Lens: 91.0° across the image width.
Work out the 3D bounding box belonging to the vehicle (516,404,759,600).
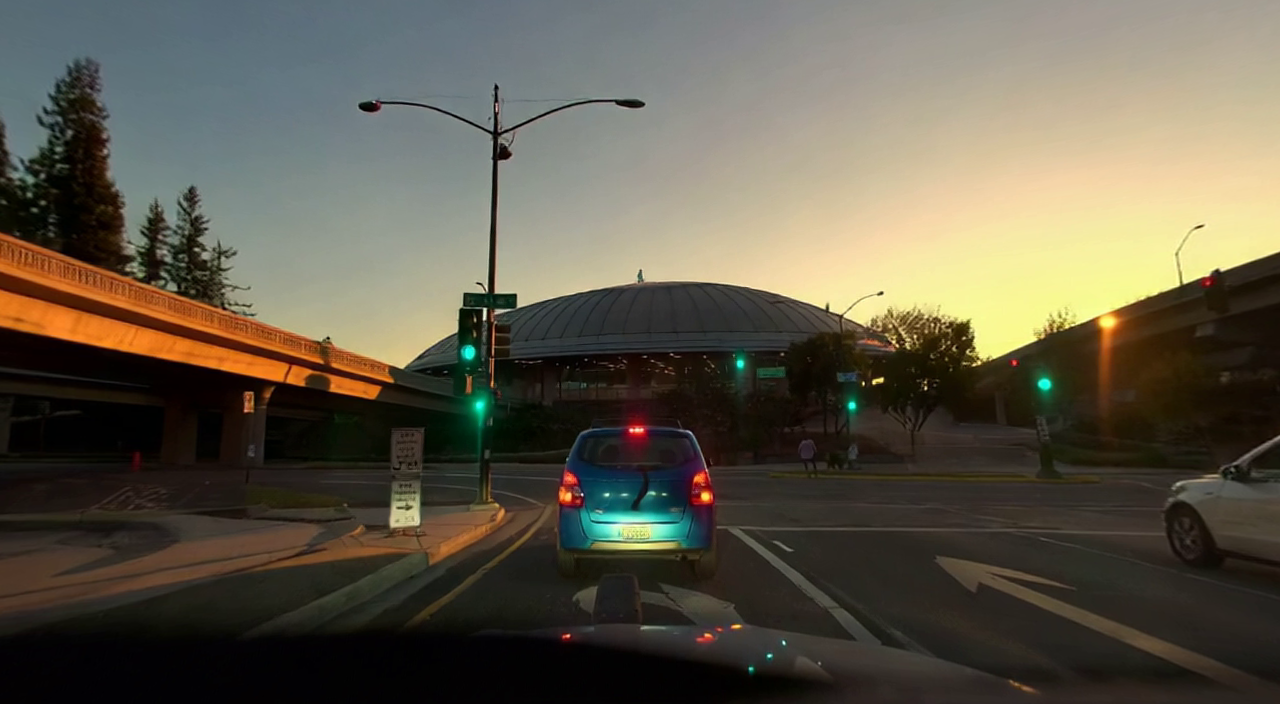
[{"bbox_3d":[0.015,1.514,7.107,1.976,1.584,3.772,0,-9,1],"label":"vehicle"}]

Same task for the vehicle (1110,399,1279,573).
[{"bbox_3d":[7.620,1.379,6.452,2.055,1.776,4.646,0,-9,1],"label":"vehicle"}]
